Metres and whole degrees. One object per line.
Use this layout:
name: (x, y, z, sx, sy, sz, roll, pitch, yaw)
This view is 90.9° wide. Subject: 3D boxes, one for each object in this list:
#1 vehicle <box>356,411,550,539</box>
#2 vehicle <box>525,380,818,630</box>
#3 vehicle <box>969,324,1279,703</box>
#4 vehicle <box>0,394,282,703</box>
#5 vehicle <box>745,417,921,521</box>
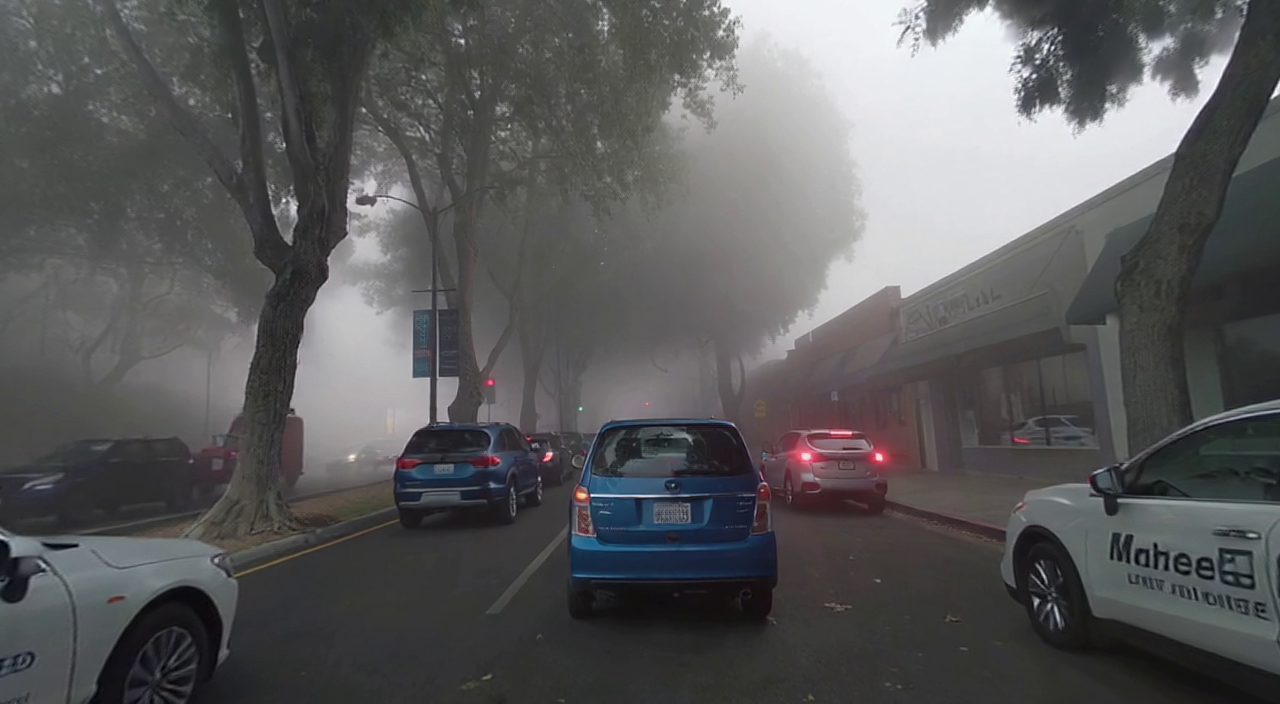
vehicle: (-2.986, 2.093, 11.296, 2.135, 1.806, 4.514, 0, -8, -1)
vehicle: (0.215, 1.386, 6.578, 2.075, 1.770, 4.018, 0, -8, 0)
vehicle: (4.023, 0.908, 3.242, 1.987, 1.877, 5.330, 3, -8, 2)
vehicle: (-2.952, 0.783, 1.340, 1.908, 1.474, 4.257, 0, -8, -1)
vehicle: (4.034, 2.590, 14.531, 2.038, 1.865, 5.786, 1, -8, -2)
